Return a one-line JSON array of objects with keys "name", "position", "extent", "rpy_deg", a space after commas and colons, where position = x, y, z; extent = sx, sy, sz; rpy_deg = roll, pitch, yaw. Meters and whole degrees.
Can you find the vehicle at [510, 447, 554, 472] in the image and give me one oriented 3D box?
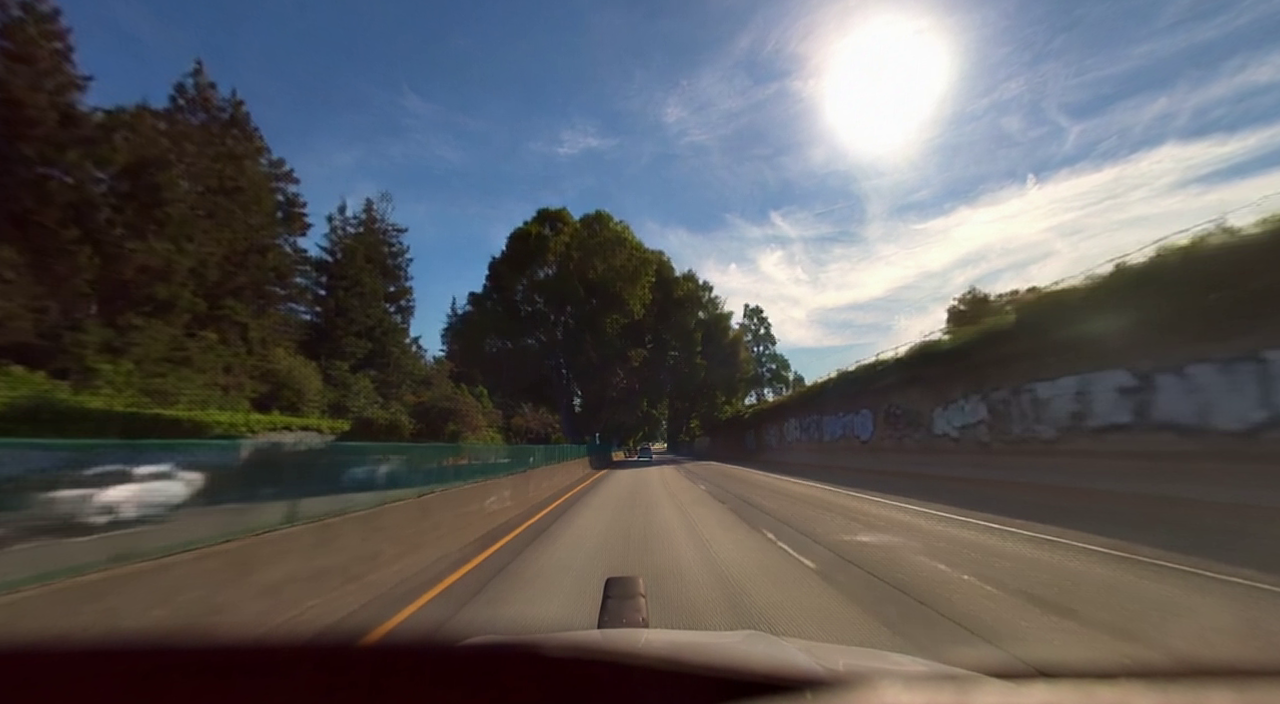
[{"name": "vehicle", "position": [-6.899, 6.901, 40.631], "extent": [2.034, 1.457, 4.469], "rpy_deg": [0, -8, 1]}]
